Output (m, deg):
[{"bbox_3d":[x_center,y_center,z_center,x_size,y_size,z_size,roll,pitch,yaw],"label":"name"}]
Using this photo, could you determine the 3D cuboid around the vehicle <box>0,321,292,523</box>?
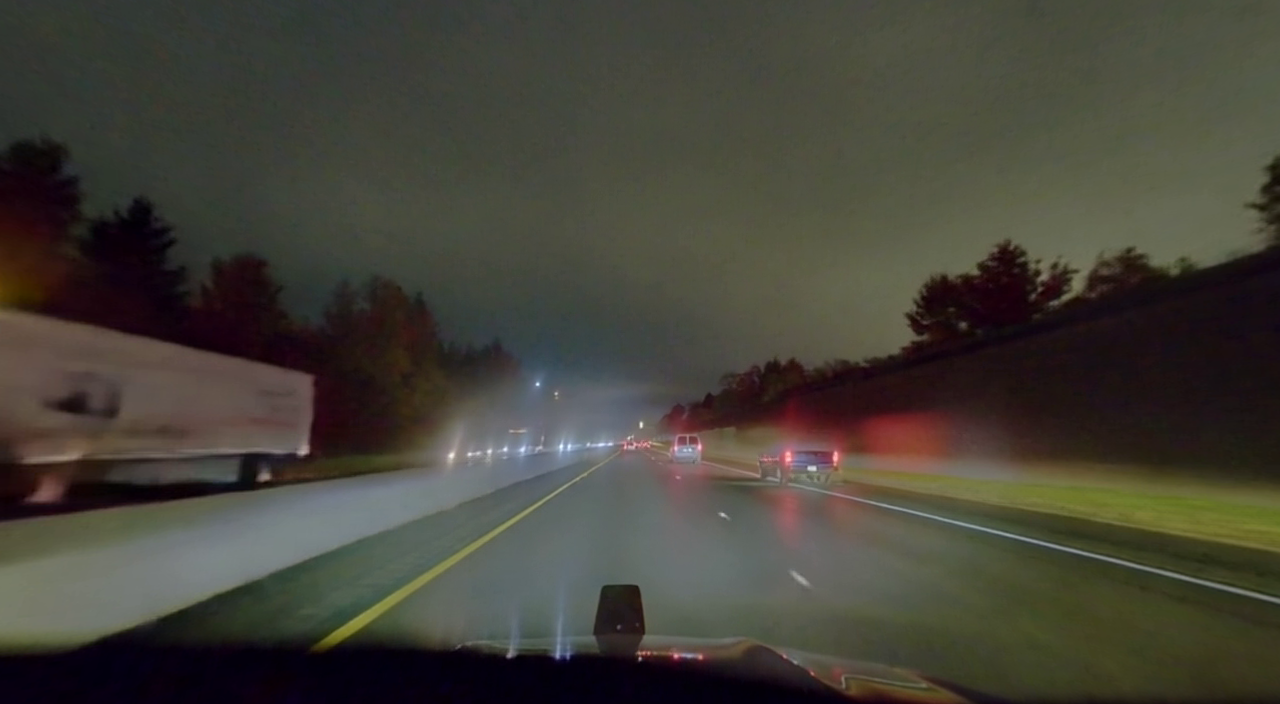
[{"bbox_3d":[-12.448,1.833,15.674,2.851,3.723,8.024,0,-8,0],"label":"vehicle"}]

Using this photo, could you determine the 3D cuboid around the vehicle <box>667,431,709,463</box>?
[{"bbox_3d":[3.247,6.595,43.722,2.393,2.072,4.958,0,-8,-2],"label":"vehicle"}]
